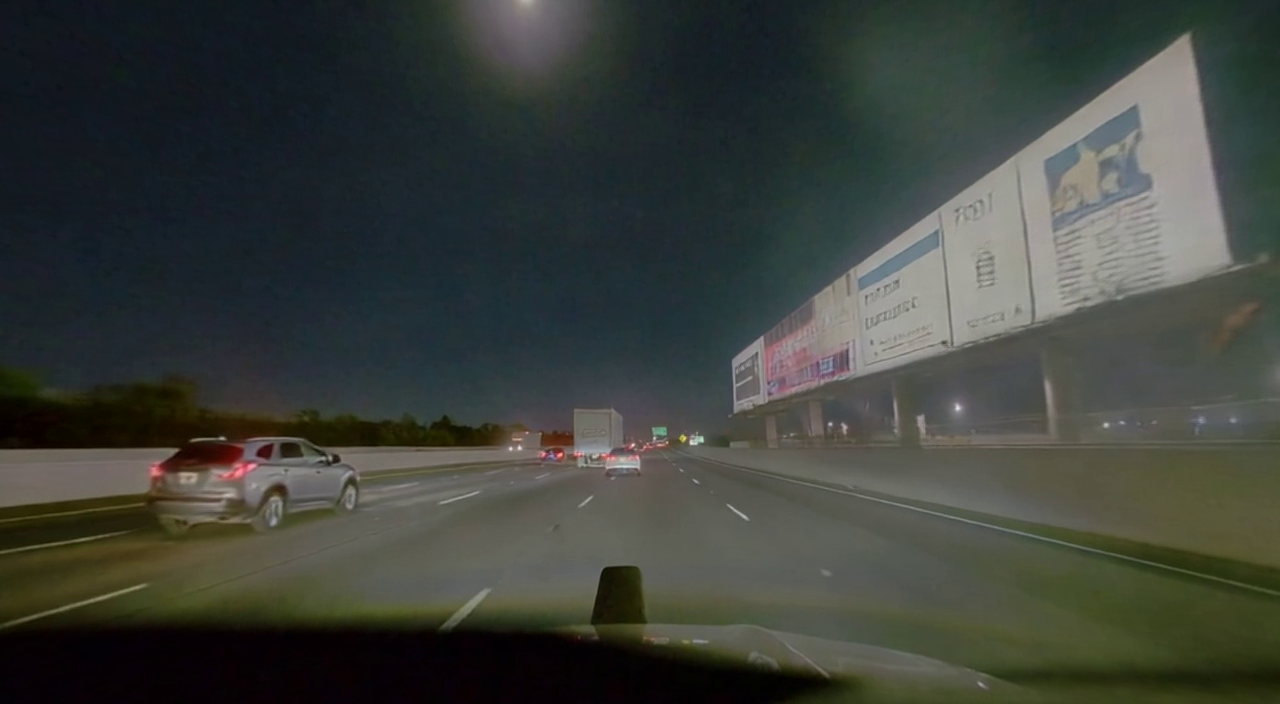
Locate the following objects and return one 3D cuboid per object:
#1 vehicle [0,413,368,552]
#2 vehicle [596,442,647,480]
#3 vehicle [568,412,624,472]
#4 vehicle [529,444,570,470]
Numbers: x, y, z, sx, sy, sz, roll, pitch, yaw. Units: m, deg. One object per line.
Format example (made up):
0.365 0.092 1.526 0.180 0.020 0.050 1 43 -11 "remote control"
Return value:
-6.999 2.067 10.675 2.401 1.759 5.126 0 -9 1 "vehicle"
-0.815 4.897 28.483 2.168 1.597 3.615 0 -9 -1 "vehicle"
-2.646 5.887 40.827 2.794 3.460 8.595 0 -9 1 "vehicle"
-6.256 7.338 44.283 2.124 1.674 4.541 0 -9 1 "vehicle"
